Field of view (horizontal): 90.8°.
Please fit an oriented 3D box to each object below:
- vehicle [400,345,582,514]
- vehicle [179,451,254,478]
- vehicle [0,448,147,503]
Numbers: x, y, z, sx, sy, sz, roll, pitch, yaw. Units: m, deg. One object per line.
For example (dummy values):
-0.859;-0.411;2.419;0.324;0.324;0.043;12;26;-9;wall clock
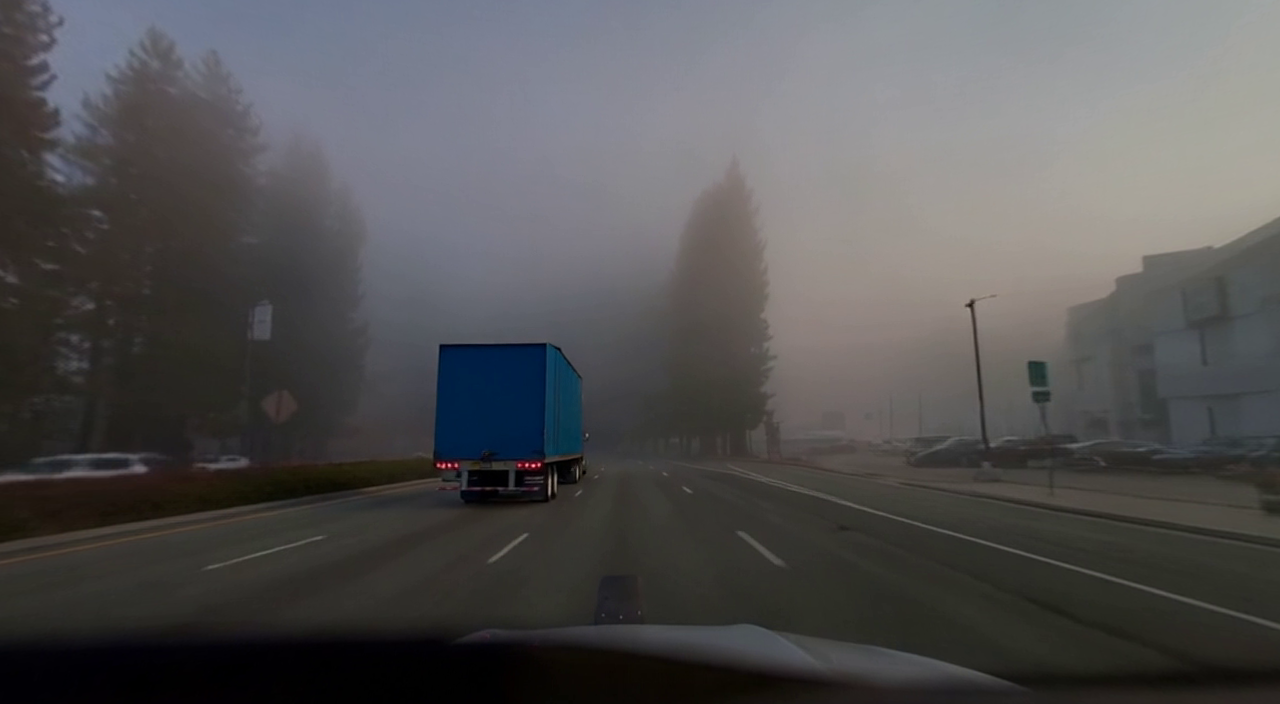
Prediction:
-3.388;2.184;17.069;2.910;3.419;8.376;0;-9;0;vehicle
-26.384;6.989;39.523;1.813;1.503;4.392;0;-9;-3;vehicle
-18.513;3.804;20.009;1.899;1.498;4.813;0;-9;0;vehicle
